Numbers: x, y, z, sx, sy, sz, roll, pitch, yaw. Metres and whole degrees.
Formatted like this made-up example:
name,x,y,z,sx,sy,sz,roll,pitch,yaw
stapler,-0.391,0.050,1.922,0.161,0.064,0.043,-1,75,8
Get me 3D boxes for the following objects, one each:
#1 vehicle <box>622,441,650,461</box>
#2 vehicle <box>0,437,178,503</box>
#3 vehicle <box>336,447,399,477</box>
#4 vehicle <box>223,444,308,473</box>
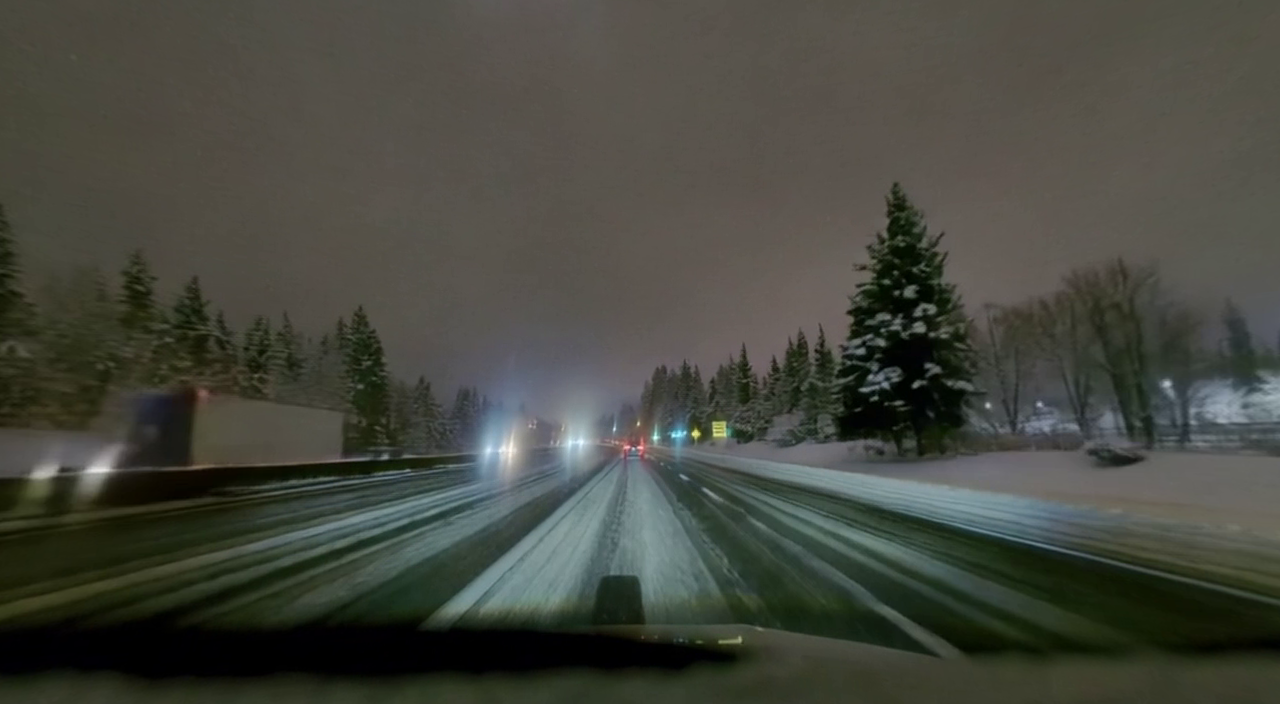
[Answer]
name,x,y,z,sx,sy,sz,roll,pitch,yaw
vehicle,-0.358,7.580,48.277,2.025,1.460,4.189,0,-9,-2
vehicle,-17.490,3.568,19.678,2.006,1.741,5.547,0,-9,0
vehicle,-17.985,7.271,41.905,1.956,1.837,4.700,0,-9,1
vehicle,-25.177,7.167,42.827,2.216,1.829,5.798,0,-9,0
